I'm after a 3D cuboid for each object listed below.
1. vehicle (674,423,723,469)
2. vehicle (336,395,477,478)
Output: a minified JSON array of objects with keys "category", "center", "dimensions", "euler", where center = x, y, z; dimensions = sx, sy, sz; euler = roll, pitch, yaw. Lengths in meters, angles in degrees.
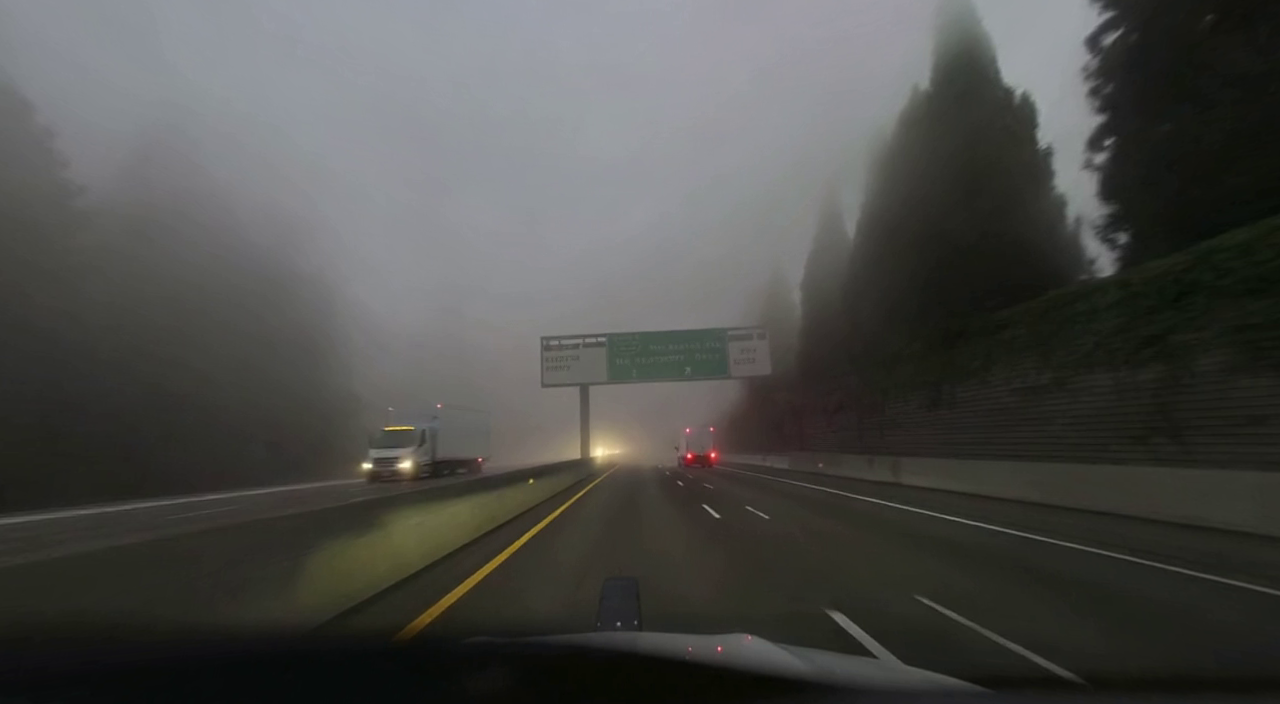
[{"category":"vehicle","center":[3.818,6.325,42.266],"dimensions":[2.449,2.805,6.763],"euler":[0,-9,-1]},{"category":"vehicle","center":[-12.871,5.063,36.734],"dimensions":[3.219,3.940,13.412],"euler":[0,-9,0]}]
